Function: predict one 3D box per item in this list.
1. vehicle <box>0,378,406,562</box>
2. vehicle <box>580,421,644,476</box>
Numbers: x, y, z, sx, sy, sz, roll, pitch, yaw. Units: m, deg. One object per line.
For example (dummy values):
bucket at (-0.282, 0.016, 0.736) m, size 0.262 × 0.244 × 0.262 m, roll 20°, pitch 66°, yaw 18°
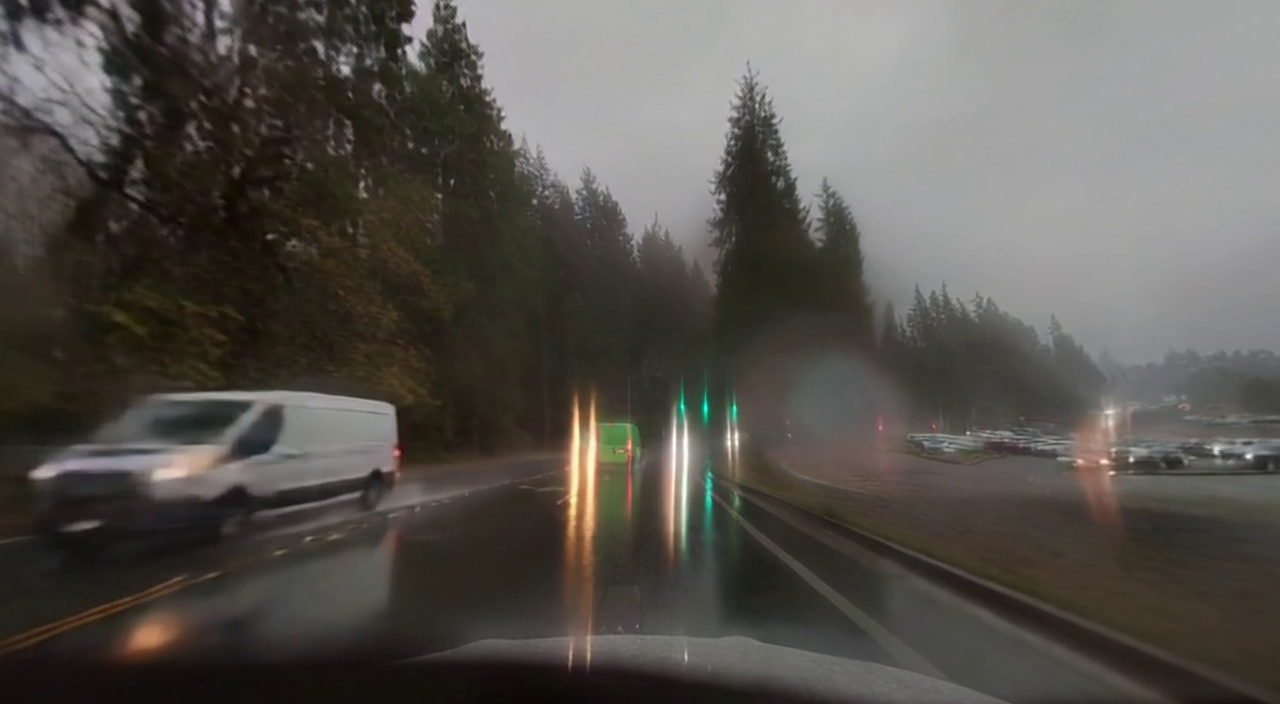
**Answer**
vehicle at (-5.964, 1.700, 9.782) m, size 2.295 × 1.981 × 5.836 m, roll 0°, pitch -8°, yaw 1°
vehicle at (-1.088, 4.258, 27.864) m, size 2.362 × 2.185 × 5.212 m, roll 0°, pitch -8°, yaw 3°
